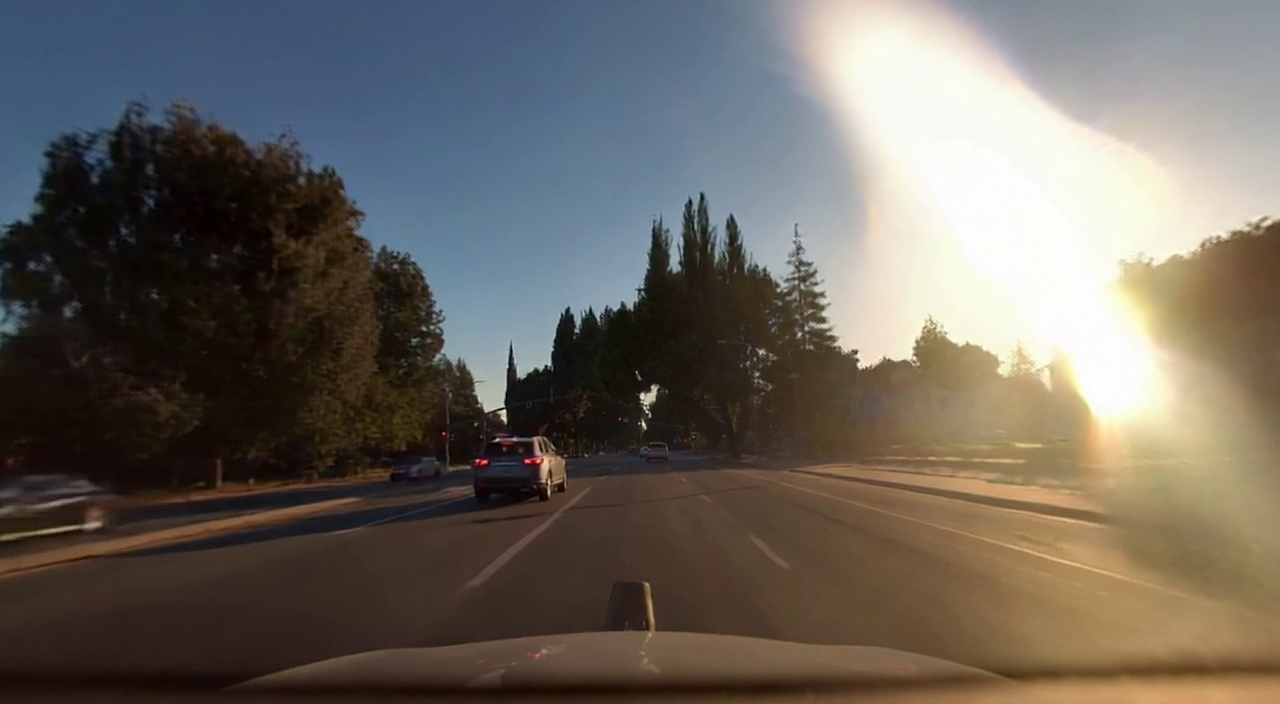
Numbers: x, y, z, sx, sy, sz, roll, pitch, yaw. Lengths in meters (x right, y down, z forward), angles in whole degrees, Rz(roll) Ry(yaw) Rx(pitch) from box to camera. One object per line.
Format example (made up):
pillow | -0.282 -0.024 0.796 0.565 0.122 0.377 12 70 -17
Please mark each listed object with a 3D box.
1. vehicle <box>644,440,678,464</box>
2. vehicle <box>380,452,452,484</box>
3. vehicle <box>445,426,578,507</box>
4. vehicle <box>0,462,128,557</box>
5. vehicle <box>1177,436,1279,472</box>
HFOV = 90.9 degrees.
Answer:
vehicle | 1.580 7.885 49.865 2.437 1.737 4.420 0 -8 -2
vehicle | -11.606 6.009 33.019 1.915 1.493 4.782 -1 -8 1
vehicle | -3.250 3.058 17.371 2.459 1.825 5.380 -1 -8 1
vehicle | -11.722 2.736 10.867 1.952 1.500 4.543 -1 -8 0
vehicle | 29.079 4.899 30.622 1.849 1.466 4.449 -5 -8 -1
